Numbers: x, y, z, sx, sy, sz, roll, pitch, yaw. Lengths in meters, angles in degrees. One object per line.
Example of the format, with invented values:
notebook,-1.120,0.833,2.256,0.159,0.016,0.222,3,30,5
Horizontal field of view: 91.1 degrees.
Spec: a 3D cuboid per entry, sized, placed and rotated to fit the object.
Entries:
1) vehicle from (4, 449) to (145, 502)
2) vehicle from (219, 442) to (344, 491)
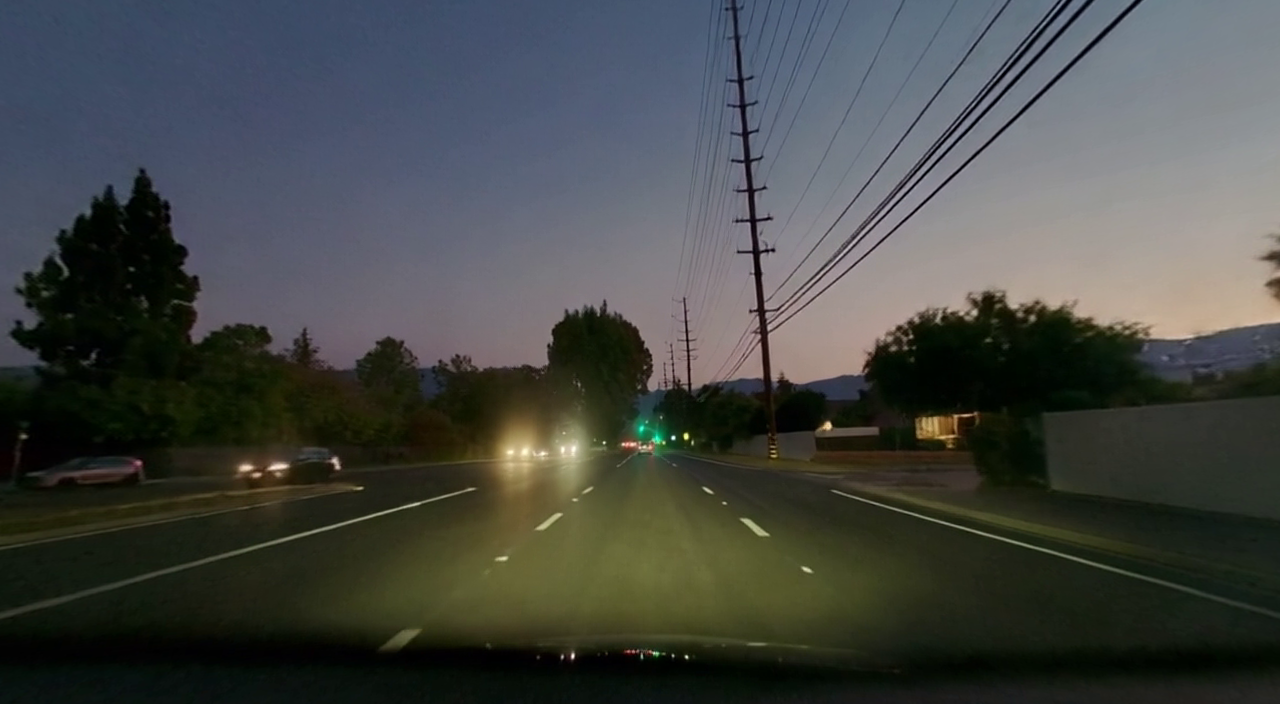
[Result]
vehicle,-21.798,4.669,24.197,4.600,1.809,2.153,-4,-9,23
vehicle,-13.580,4.319,24.161,2.120,1.696,4.403,0,-8,1
